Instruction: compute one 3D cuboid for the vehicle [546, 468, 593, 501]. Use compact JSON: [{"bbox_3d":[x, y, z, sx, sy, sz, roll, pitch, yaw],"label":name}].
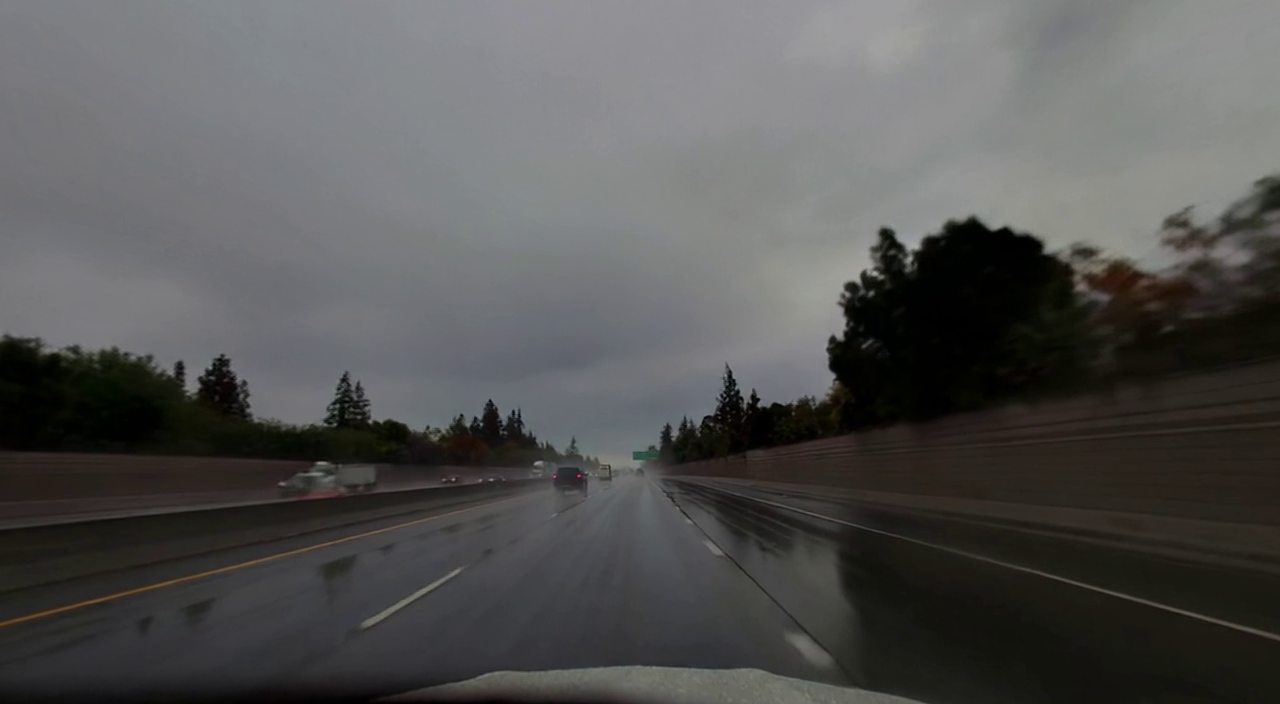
[{"bbox_3d":[-3.429,6.533,31.290,1.863,1.486,3.852,1,-10,0],"label":"vehicle"}]
